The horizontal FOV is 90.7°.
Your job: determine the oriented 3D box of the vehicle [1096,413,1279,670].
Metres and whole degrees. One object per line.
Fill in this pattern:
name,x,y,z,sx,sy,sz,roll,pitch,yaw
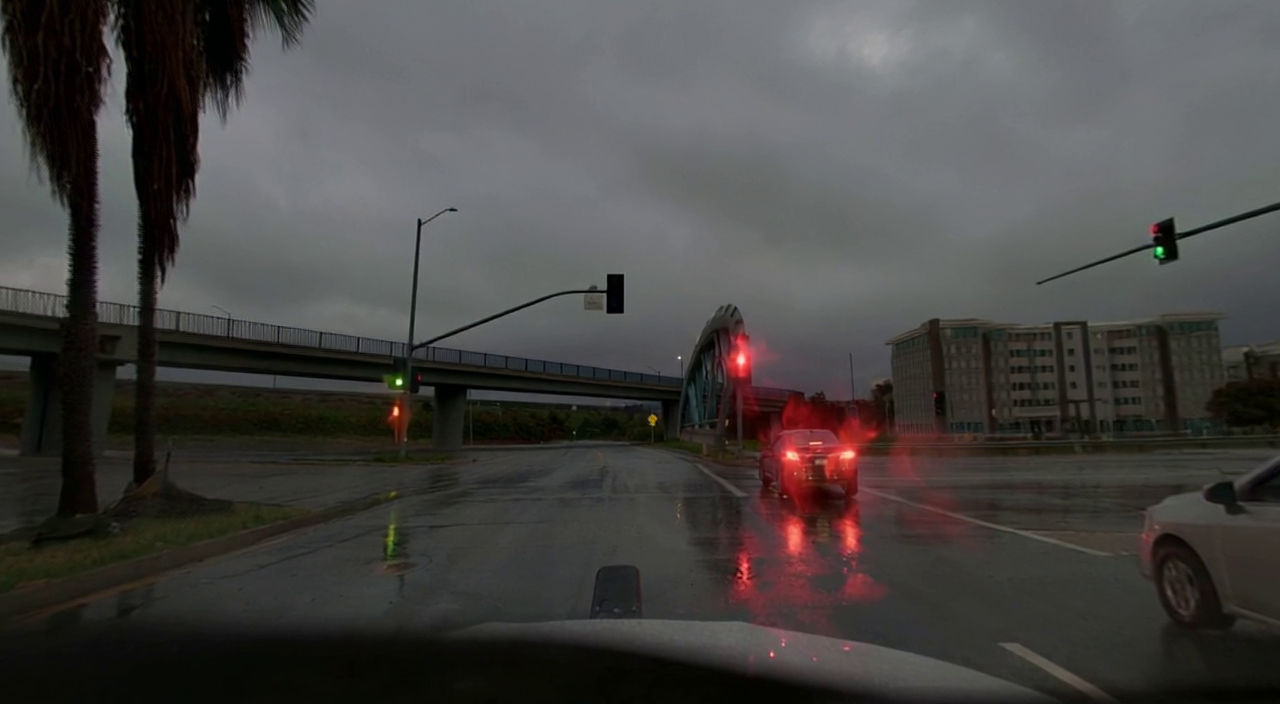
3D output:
vehicle,4.594,1.012,3.067,1.959,1.485,4.628,-2,-9,10
